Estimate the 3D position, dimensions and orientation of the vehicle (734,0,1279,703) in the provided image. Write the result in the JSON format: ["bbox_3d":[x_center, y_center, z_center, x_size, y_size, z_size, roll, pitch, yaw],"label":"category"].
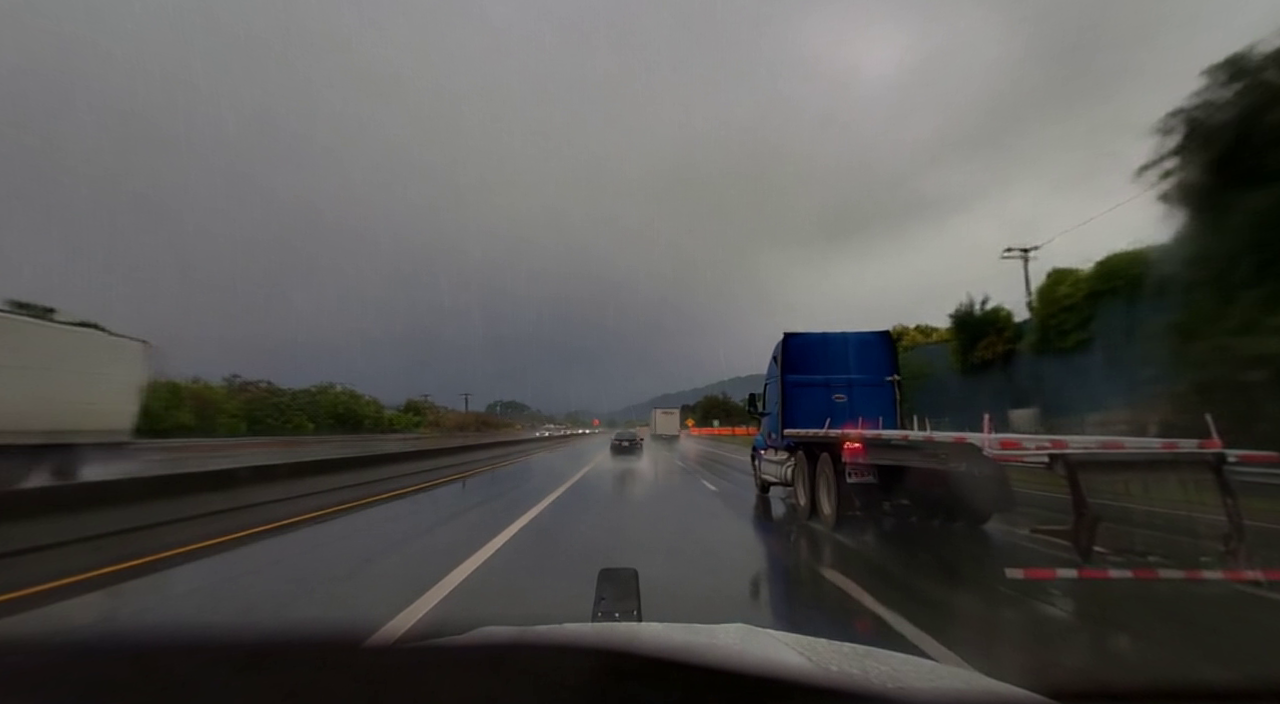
[{"bbox_3d":[3.744,0.563,8.593,2.919,3.634,10.888,0,-8,-2],"label":"vehicle"}]

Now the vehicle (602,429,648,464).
[{"bbox_3d":[-0.668,4.203,28.241,1.929,1.469,3.677,0,-8,-1],"label":"vehicle"}]

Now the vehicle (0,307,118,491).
[{"bbox_3d":[-15.351,0.293,8.271,2.966,3.989,16.891,0,-8,-1],"label":"vehicle"}]
